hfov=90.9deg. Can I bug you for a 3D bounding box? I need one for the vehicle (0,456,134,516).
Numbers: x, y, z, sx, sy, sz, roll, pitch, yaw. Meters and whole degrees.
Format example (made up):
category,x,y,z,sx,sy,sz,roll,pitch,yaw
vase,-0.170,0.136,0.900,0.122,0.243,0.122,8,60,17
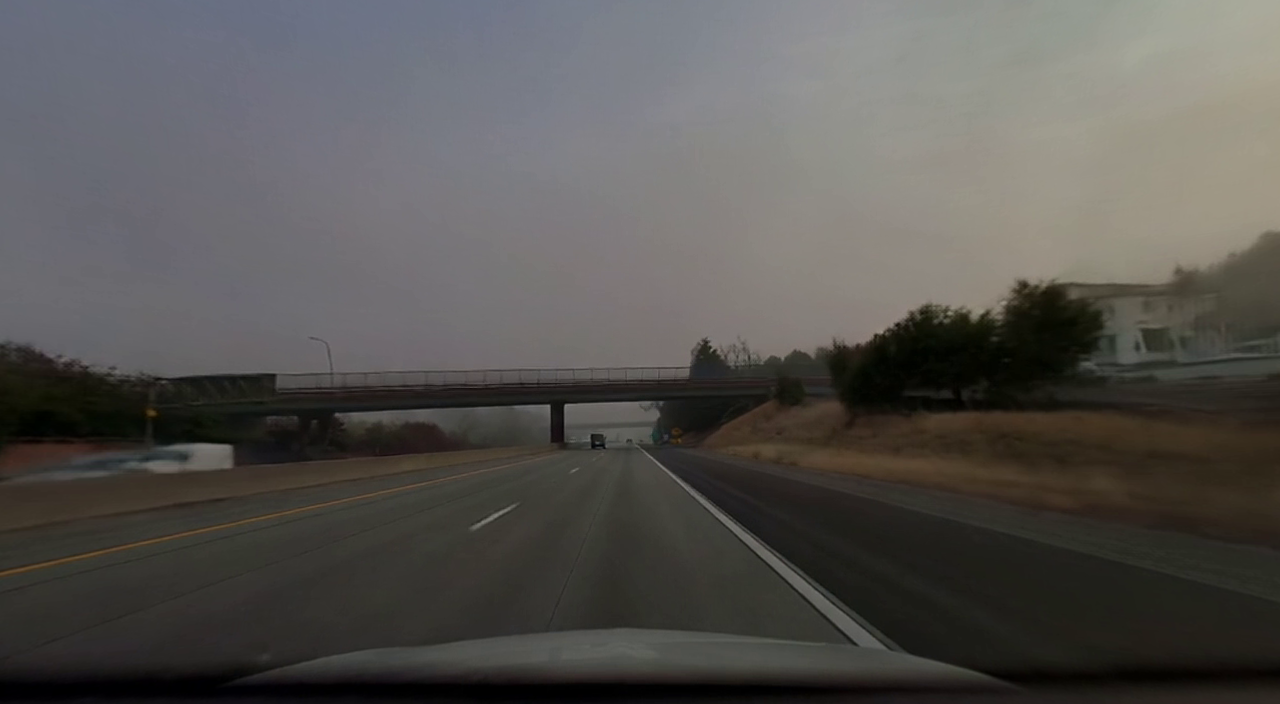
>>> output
category,x,y,z,sx,sy,sz,roll,pitch,yaw
vehicle,-17.523,3.848,18.551,1.817,1.435,4.153,0,-8,-1
